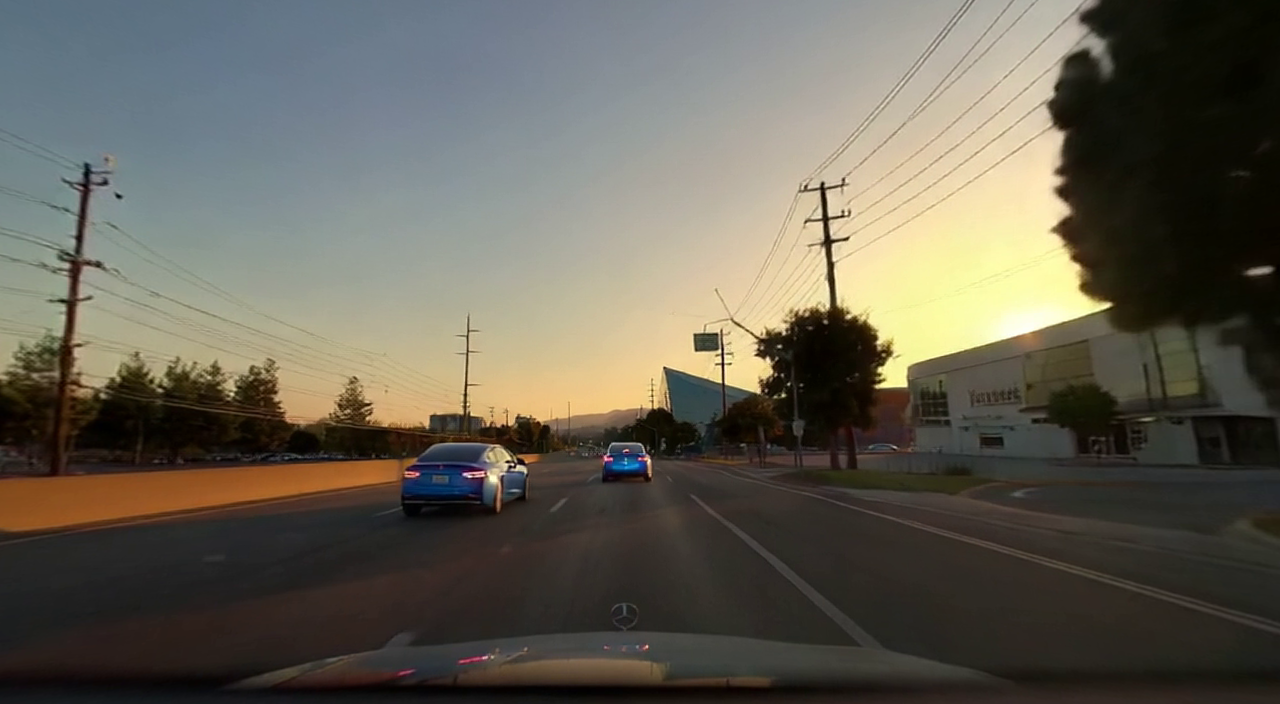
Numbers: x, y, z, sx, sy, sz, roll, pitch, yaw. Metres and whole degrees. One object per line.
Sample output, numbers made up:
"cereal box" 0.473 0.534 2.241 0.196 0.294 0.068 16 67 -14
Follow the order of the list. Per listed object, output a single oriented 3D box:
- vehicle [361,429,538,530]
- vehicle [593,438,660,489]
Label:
"vehicle" -3.457 2.416 12.617 1.985 1.607 4.892 0 -9 0
"vehicle" -0.445 3.952 22.744 2.189 1.652 4.135 0 -9 0
